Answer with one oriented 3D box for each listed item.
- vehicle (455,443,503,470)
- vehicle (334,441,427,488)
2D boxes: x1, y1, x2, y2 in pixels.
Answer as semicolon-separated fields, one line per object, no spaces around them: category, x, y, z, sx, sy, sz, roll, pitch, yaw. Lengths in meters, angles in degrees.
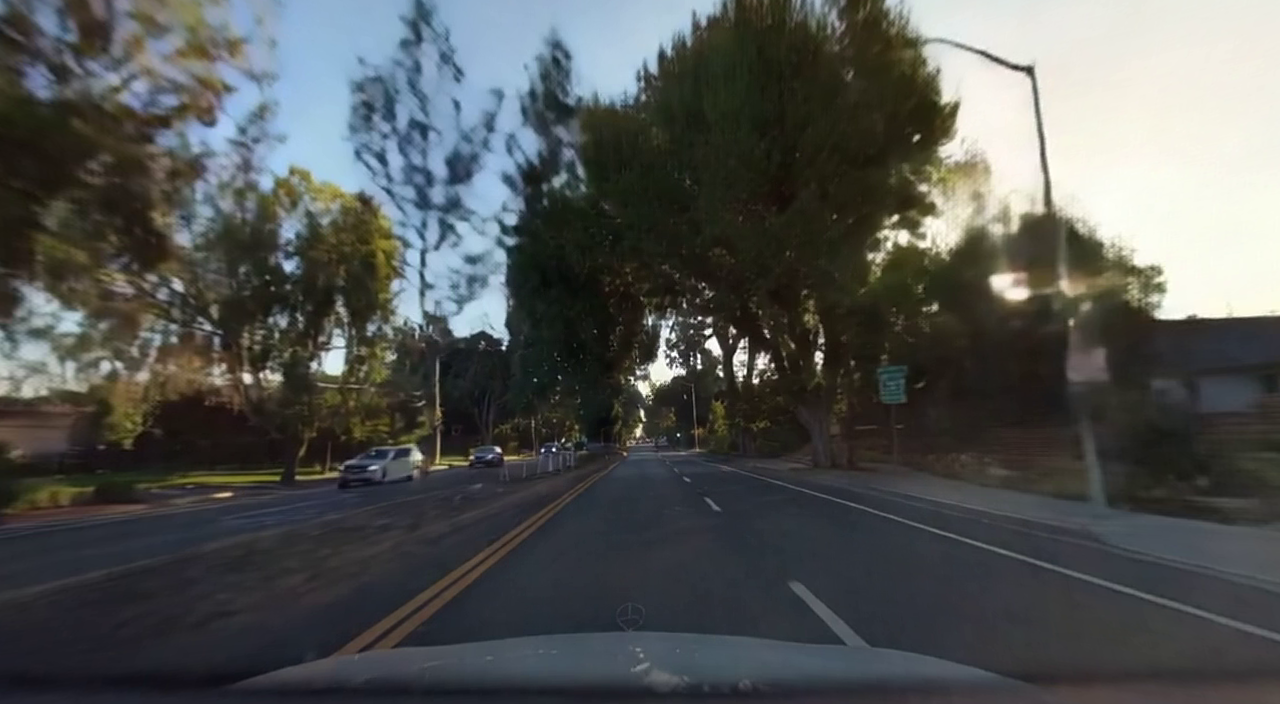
vehicle;-10.211;6.635;40.336;1.913;1.641;4.243;0;-8;1
vehicle;-10.090;4.363;24.877;1.962;1.680;3.925;0;-8;1
